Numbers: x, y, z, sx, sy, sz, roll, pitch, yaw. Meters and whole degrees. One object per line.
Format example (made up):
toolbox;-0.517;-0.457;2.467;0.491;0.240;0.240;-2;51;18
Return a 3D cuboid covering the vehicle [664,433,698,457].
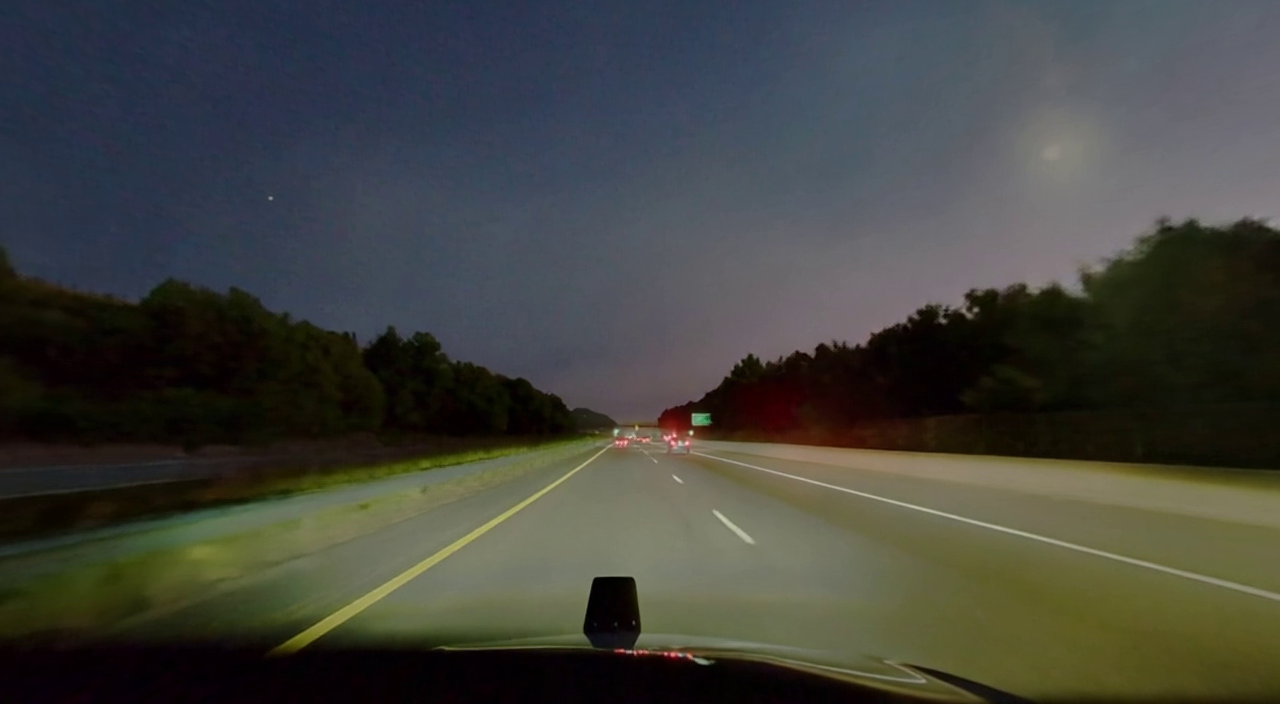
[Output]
vehicle;3.040;6.906;47.204;2.085;1.681;4.436;0;-8;-2
